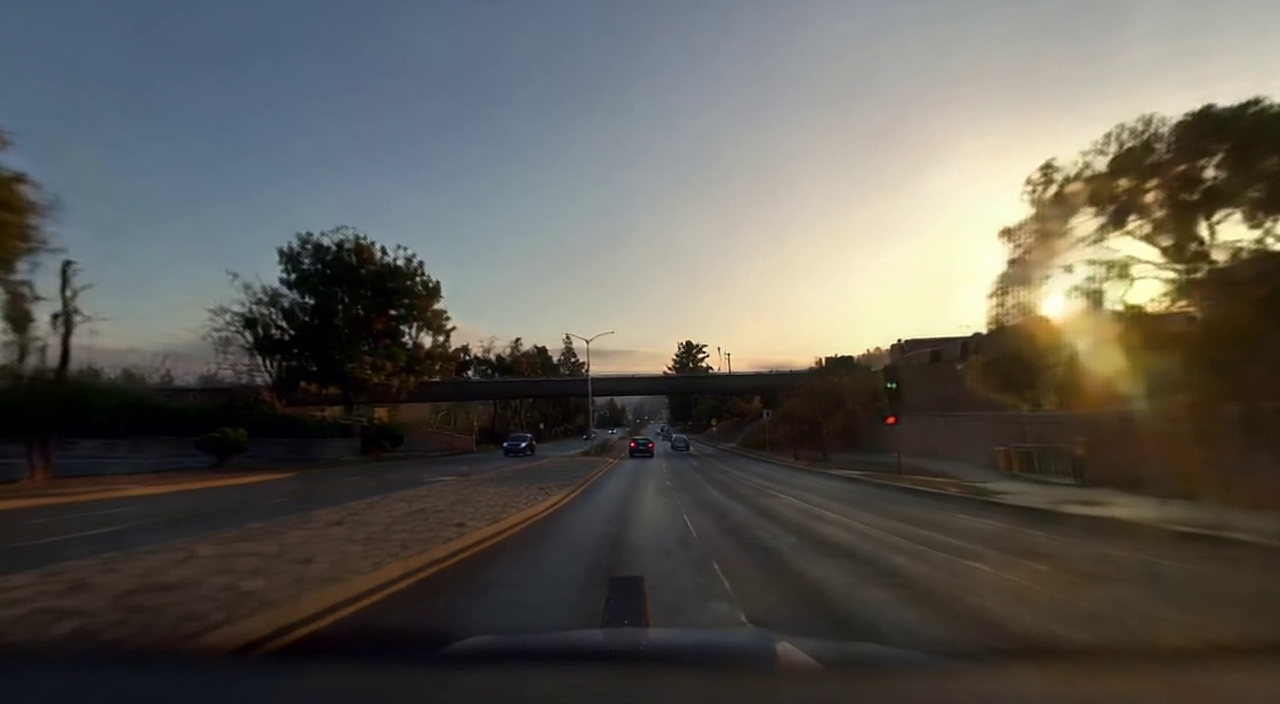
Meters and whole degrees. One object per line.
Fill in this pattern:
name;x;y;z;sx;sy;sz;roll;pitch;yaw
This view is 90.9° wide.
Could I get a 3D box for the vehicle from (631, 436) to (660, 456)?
vehicle;0.395;7.120;47.814;2.039;1.462;4.203;0;-9;0
